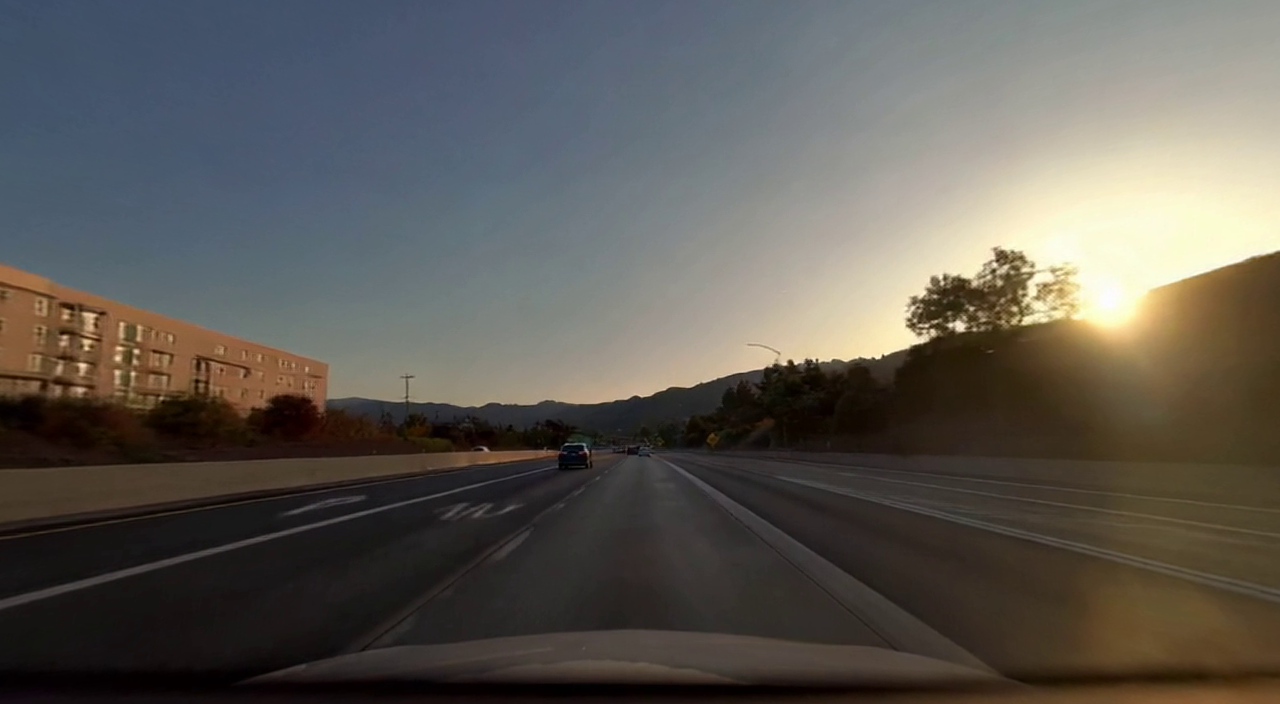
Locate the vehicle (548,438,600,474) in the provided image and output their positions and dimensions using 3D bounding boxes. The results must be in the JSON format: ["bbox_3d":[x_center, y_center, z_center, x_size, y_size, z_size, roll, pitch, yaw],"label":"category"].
[{"bbox_3d":[-3.297,5.325,32.490,2.072,1.706,4.359,0,-8,2],"label":"vehicle"}]
